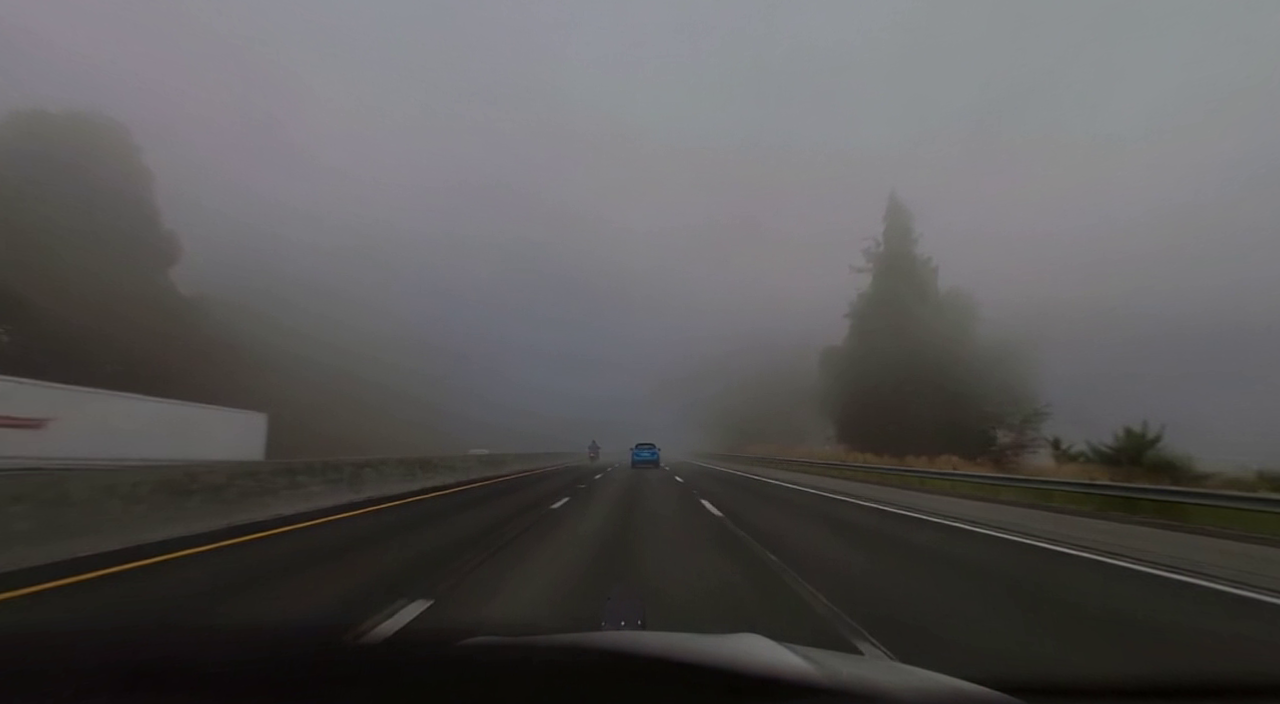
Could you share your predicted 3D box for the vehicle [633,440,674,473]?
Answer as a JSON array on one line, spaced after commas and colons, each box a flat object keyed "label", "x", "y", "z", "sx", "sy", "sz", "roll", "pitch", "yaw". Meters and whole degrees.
[{"label": "vehicle", "x": 0.764, "y": 6.068, "z": 36.704, "sx": 2.247, "sy": 1.825, "sz": 4.036, "roll": 0, "pitch": -9, "yaw": 0}]

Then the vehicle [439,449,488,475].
[{"label": "vehicle", "x": -11.324, "y": 7.105, "z": 40.772, "sx": 1.963, "sy": 1.488, "sz": 4.248, "roll": -2, "pitch": -9, "yaw": 0}]

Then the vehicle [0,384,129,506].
[{"label": "vehicle", "x": -19.571, "y": 2.855, "z": 19.204, "sx": 2.912, "sy": 3.401, "sz": 5.791, "roll": 0, "pitch": -9, "yaw": 0}]
